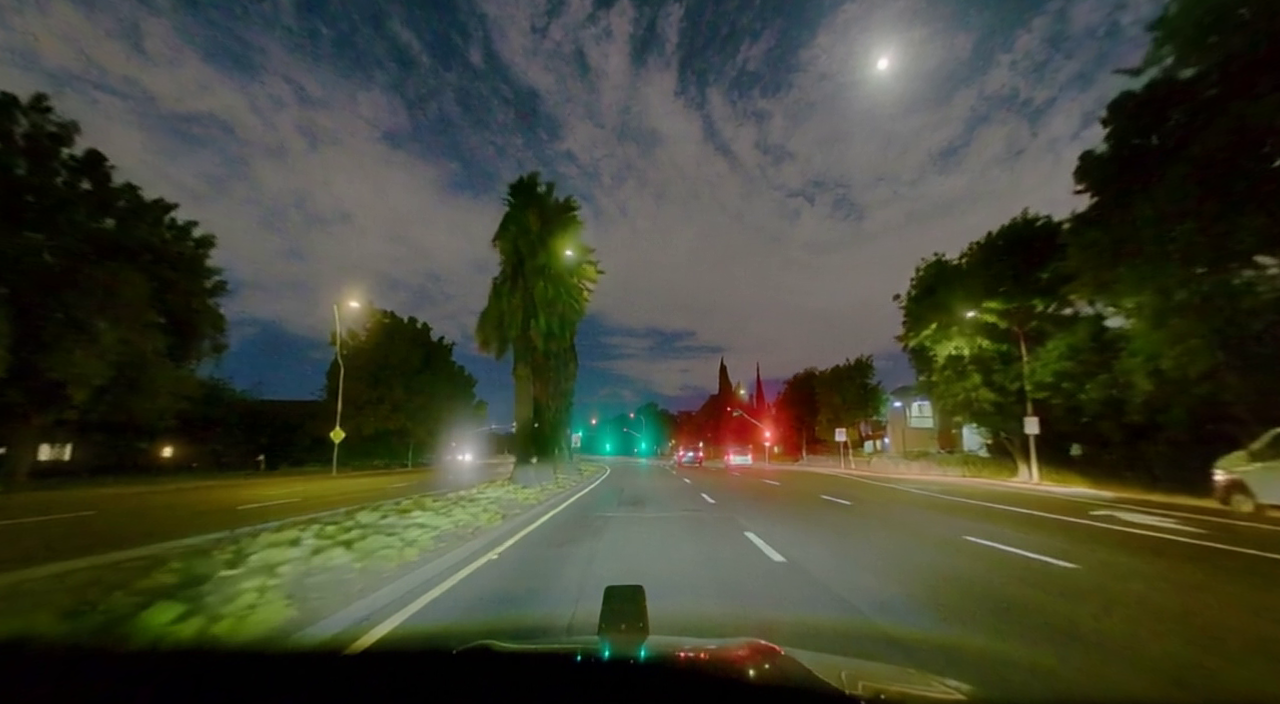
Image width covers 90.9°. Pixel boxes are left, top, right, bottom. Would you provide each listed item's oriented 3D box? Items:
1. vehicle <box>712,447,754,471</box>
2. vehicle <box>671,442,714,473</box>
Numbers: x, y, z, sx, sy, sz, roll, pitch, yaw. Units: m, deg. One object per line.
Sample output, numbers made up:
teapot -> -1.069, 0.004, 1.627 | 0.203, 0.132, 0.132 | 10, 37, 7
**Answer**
vehicle -> 6.513, 7.587, 44.814 | 1.969, 1.522, 4.609 | 0, -9, -4
vehicle -> 3.286, 6.687, 40.191 | 2.046, 1.818, 4.603 | 0, -9, -4
